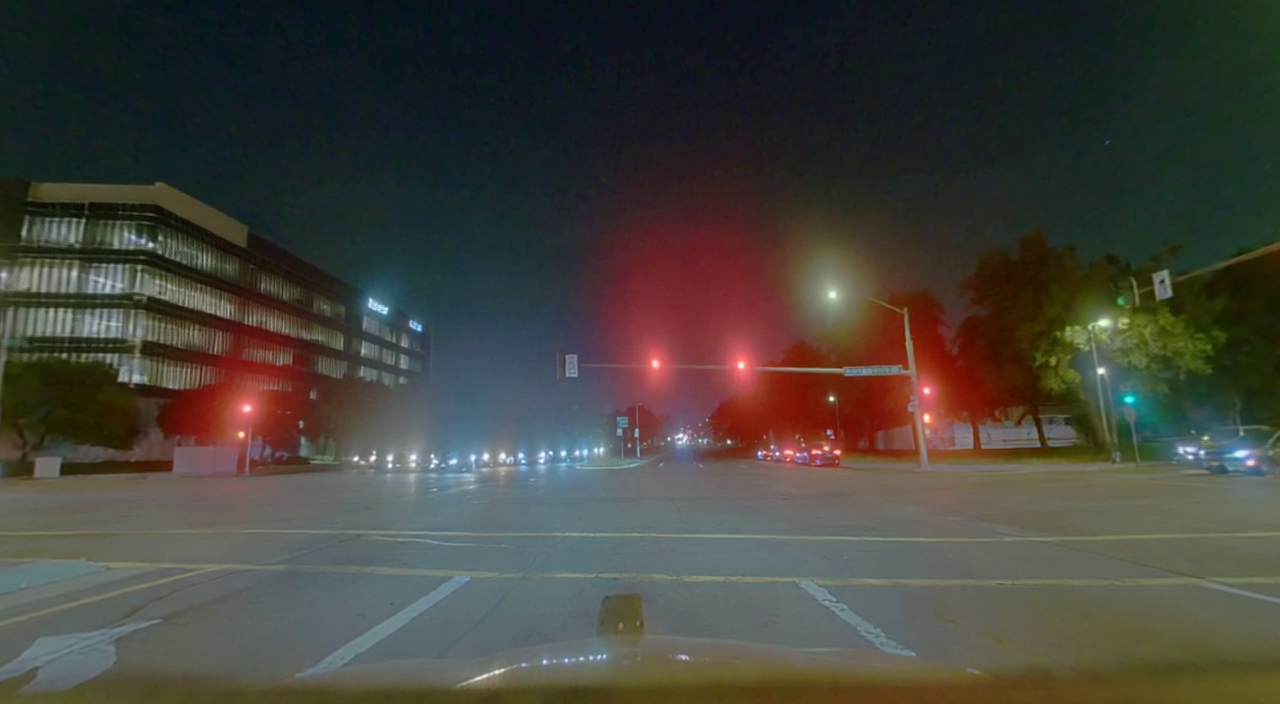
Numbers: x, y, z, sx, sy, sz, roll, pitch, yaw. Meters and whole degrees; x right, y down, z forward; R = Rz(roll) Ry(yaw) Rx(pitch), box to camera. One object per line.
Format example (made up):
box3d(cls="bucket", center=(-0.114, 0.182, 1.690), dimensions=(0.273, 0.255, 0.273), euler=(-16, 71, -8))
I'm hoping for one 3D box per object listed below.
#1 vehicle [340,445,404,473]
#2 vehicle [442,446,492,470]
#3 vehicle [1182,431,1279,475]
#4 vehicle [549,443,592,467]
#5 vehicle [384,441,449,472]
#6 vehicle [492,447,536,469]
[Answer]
box3d(cls="vehicle", center=(-18.555, 7.418, 44.094), dimensions=(2.237, 1.842, 5.116), euler=(0, -9, 0))
box3d(cls="vehicle", center=(-11.651, 7.152, 42.820), dimensions=(2.003, 1.476, 4.297), euler=(-1, -9, 2))
box3d(cls="vehicle", center=(22.315, 3.564, 22.373), dimensions=(4.474, 1.477, 1.908), euler=(0, -9, -3))
box3d(cls="vehicle", center=(-4.510, 6.742, 41.669), dimensions=(2.109, 1.461, 4.637), euler=(-1, -9, 2))
box3d(cls="vehicle", center=(-15.144, 7.127, 43.249), dimensions=(2.340, 1.946, 5.450), euler=(-1, -9, 1))
box3d(cls="vehicle", center=(-8.088, 6.824, 40.829), dimensions=(1.910, 1.288, 4.093), euler=(-1, -9, 1))
